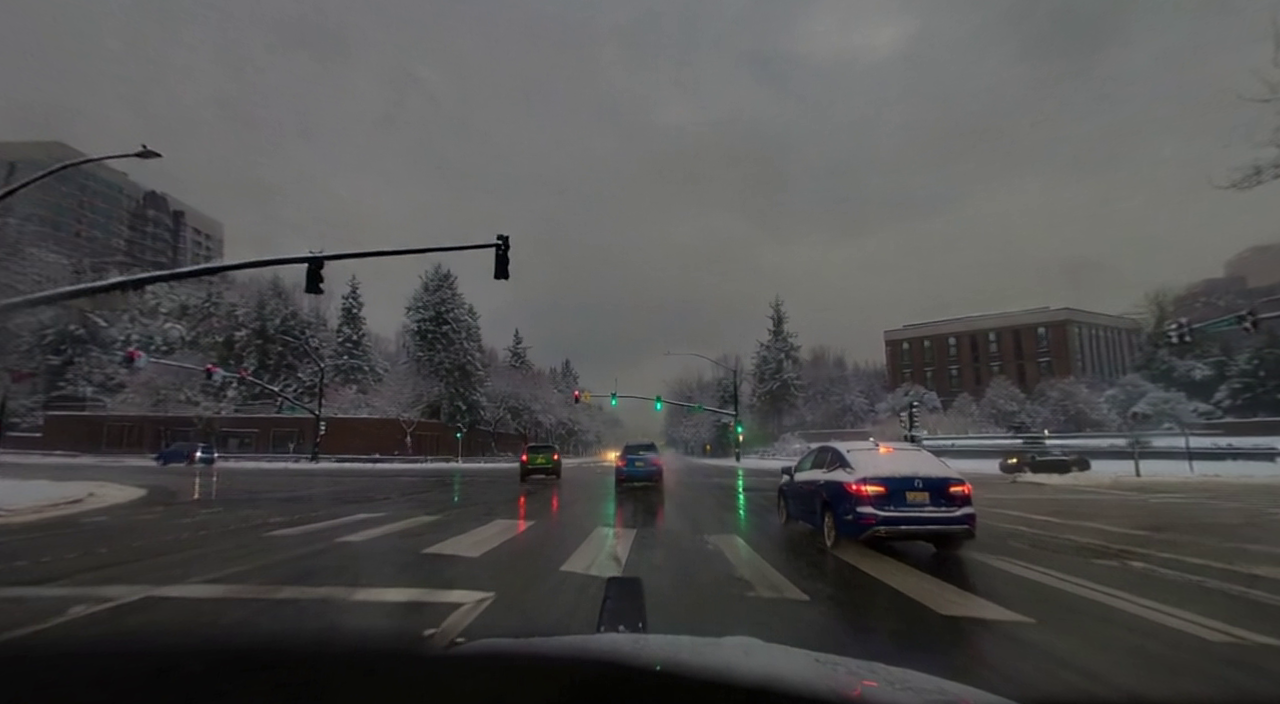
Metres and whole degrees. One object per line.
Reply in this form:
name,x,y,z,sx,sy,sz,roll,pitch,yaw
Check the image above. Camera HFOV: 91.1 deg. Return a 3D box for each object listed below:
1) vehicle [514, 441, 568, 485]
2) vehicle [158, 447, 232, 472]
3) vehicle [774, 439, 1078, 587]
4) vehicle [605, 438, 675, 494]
vehicle,-4.048,4.448,25.517,1.987,1.633,4.005,2,-8,-10
vehicle,-31.392,7.549,44.305,4.422,1.605,1.955,-3,-9,20
vehicle,3.360,1.952,8.622,2.056,1.468,4.520,0,-8,0
vehicle,-0.003,3.750,21.098,2.108,1.654,4.235,0,-8,0
